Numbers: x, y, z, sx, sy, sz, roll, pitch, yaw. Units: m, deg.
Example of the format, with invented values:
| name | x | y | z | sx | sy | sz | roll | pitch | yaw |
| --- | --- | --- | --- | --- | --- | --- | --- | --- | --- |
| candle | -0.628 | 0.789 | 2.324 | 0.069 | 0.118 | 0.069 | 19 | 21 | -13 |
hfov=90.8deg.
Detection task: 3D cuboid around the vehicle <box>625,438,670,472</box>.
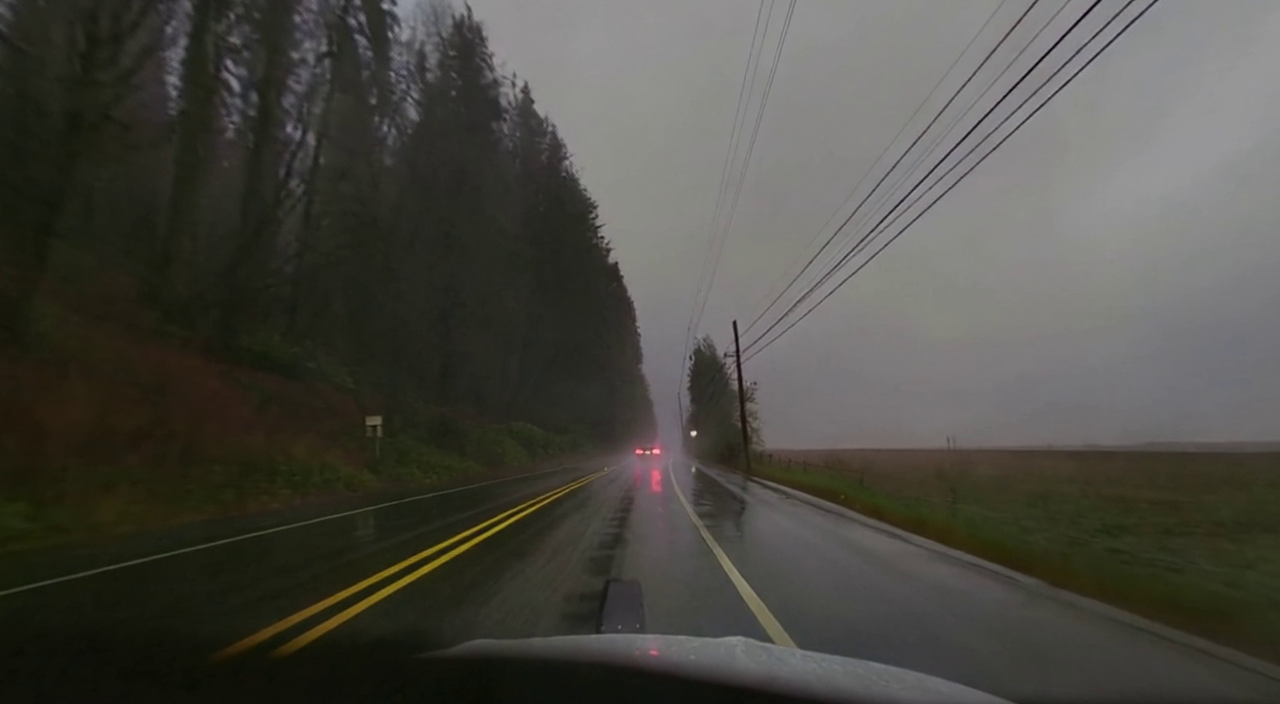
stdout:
| name | x | y | z | sx | sy | sz | roll | pitch | yaw |
| --- | --- | --- | --- | --- | --- | --- | --- | --- | --- |
| vehicle | 0.415 | 5.031 | 31.101 | 2.059 | 1.524 | 3.963 | 0 | -8 | 2 |
